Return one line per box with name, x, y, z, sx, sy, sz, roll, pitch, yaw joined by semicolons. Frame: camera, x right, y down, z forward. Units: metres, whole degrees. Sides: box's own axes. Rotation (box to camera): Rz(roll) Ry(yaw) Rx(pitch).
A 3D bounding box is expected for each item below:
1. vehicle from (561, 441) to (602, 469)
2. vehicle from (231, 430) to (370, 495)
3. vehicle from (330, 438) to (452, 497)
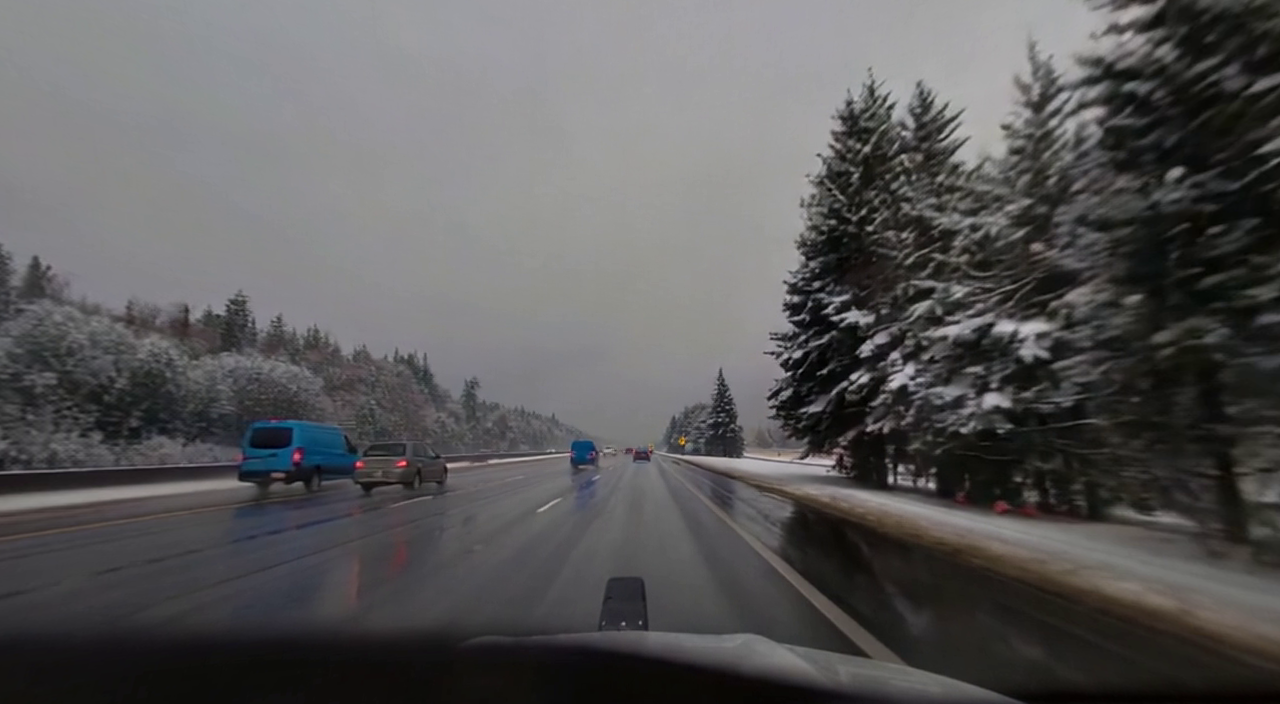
vehicle;-4.010;7.164;44.191;2.313;1.852;4.775;0;-9;2
vehicle;-10.840;3.540;20.592;1.977;1.870;4.525;0;-9;0
vehicle;-7.433;3.472;19.302;2.014;1.598;4.015;0;-9;1
